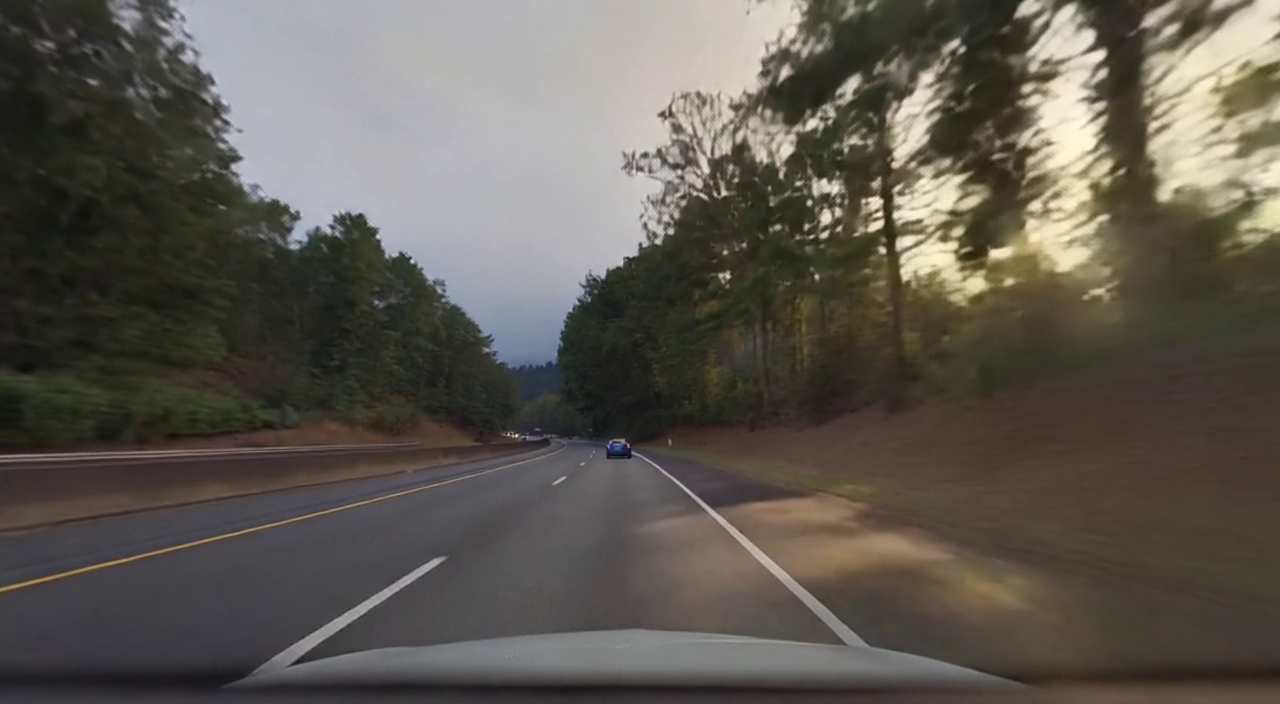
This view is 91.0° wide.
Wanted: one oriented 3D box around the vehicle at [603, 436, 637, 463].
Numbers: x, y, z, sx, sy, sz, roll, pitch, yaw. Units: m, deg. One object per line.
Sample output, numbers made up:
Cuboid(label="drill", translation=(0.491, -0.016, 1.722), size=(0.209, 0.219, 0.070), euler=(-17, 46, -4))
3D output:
Cuboid(label="vehicle", translation=(-1.234, 5.986, 38.913), size=(2.004, 1.515, 3.968), euler=(0, -8, -2))
